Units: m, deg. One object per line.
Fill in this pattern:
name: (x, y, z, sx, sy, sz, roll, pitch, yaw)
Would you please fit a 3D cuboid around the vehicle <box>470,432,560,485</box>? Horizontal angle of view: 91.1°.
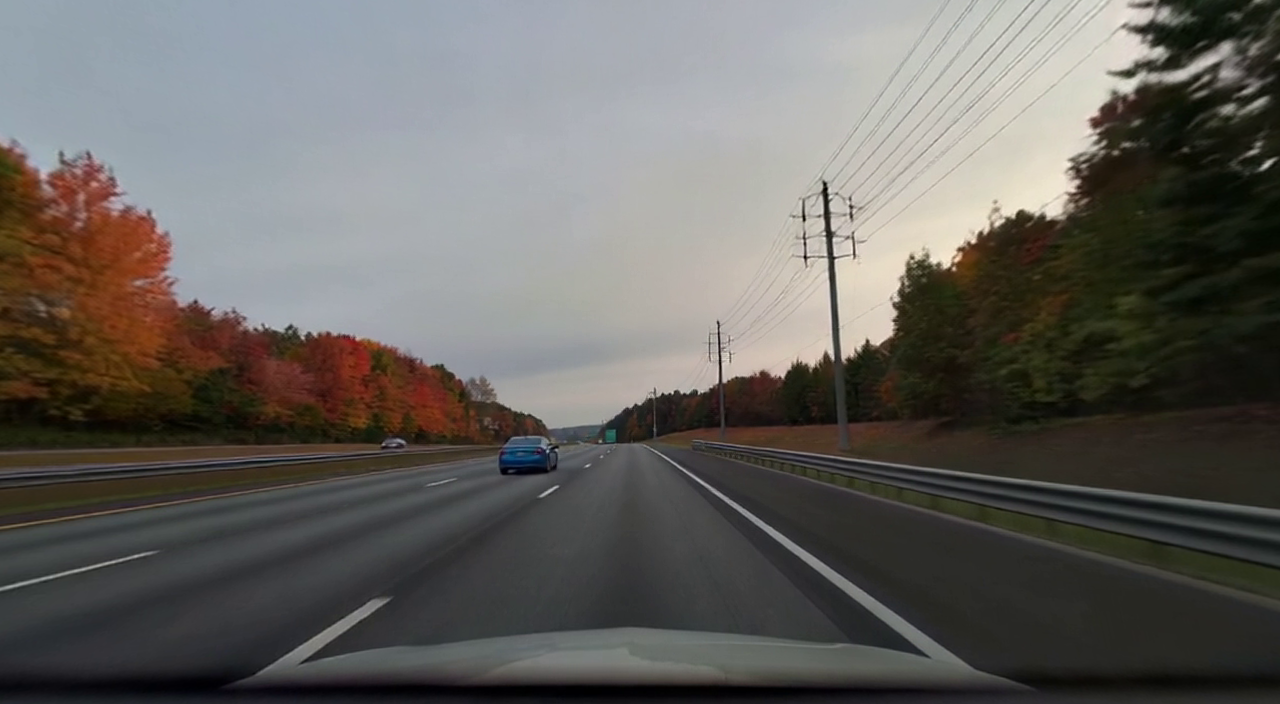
vehicle: (-3.858, 3.348, 20.214, 2.025, 1.475, 4.379, 0, -8, -1)
